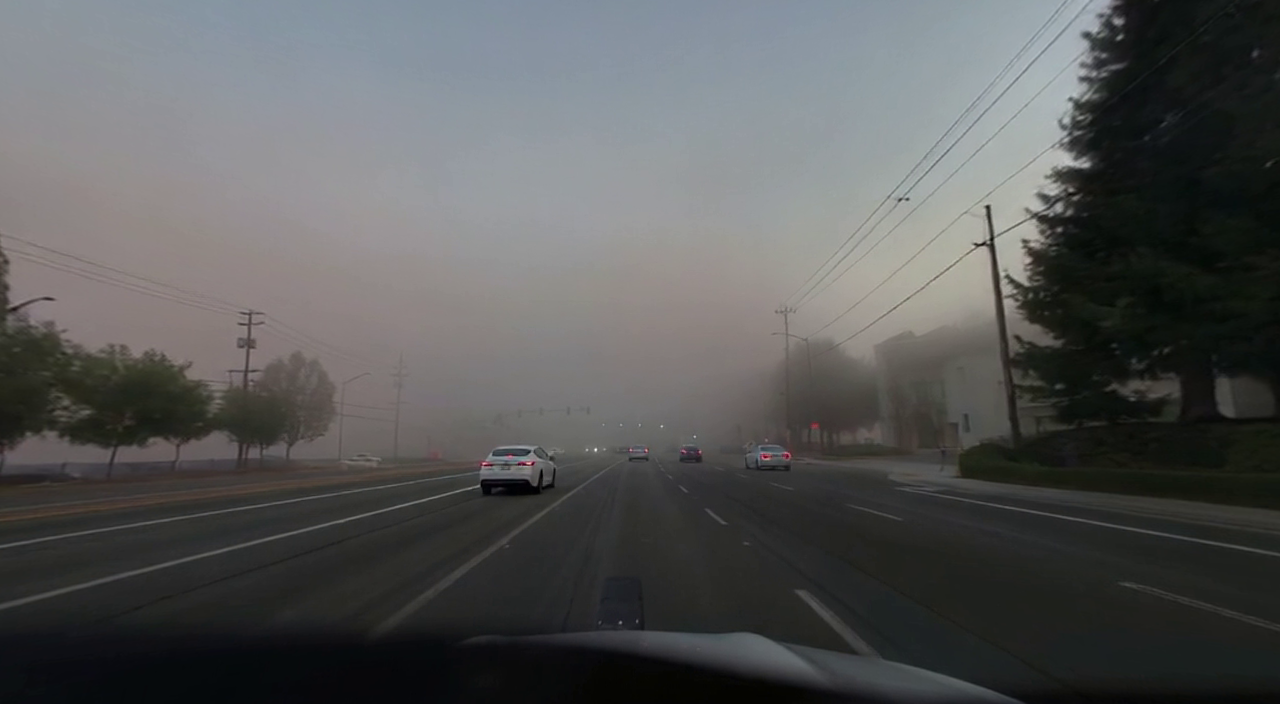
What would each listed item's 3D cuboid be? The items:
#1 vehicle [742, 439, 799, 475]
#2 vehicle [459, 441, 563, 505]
[{"bbox_3d":[6.598,5.353,32.403,1.945,1.706,4.190,0,-8,-1],"label":"vehicle"},{"bbox_3d":[-3.278,3.144,16.944,1.837,1.463,4.311,0,-8,1],"label":"vehicle"}]
